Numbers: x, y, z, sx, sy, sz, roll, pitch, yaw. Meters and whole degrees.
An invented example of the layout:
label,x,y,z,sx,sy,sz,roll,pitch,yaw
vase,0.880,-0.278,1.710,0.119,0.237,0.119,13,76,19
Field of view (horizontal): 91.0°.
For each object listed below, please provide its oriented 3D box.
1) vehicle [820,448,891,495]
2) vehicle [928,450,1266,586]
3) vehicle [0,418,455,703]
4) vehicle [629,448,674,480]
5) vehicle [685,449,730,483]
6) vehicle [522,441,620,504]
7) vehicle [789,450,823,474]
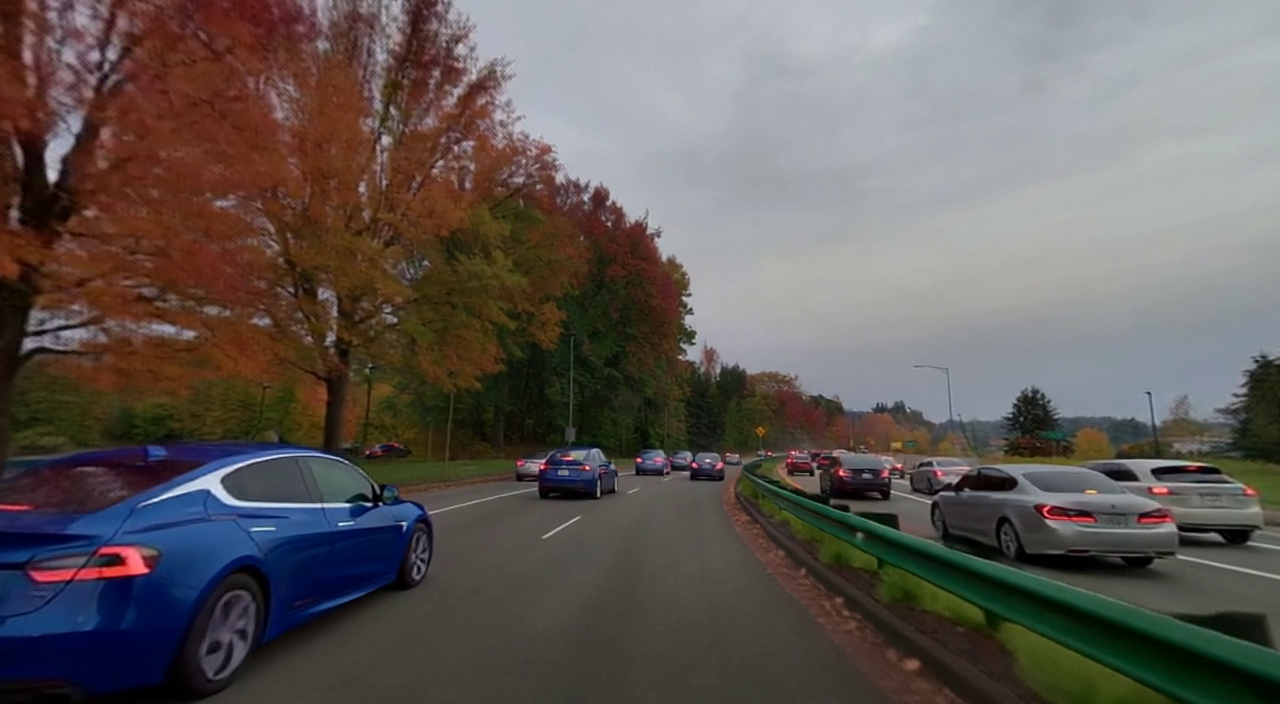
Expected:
label,x,y,z,sx,sy,sz,roll,pitch,yaw
vehicle,8.335,4.617,24.754,1.768,1.634,4.064,0,-9,6
vehicle,6.431,2.309,9.786,1.869,1.516,4.753,0,-9,3
vehicle,-3.159,1.367,4.948,1.921,1.503,4.317,0,-9,2
vehicle,0.716,6.336,35.955,1.930,1.635,4.260,-1,-9,9
vehicle,3.446,5.648,31.535,2.015,1.506,4.276,-1,-9,9
vehicle,-1.954,3.595,19.336,1.979,1.663,4.513,-1,-9,7
vehicle,12.099,7.982,46.034,1.890,1.610,4.045,-1,-9,8
